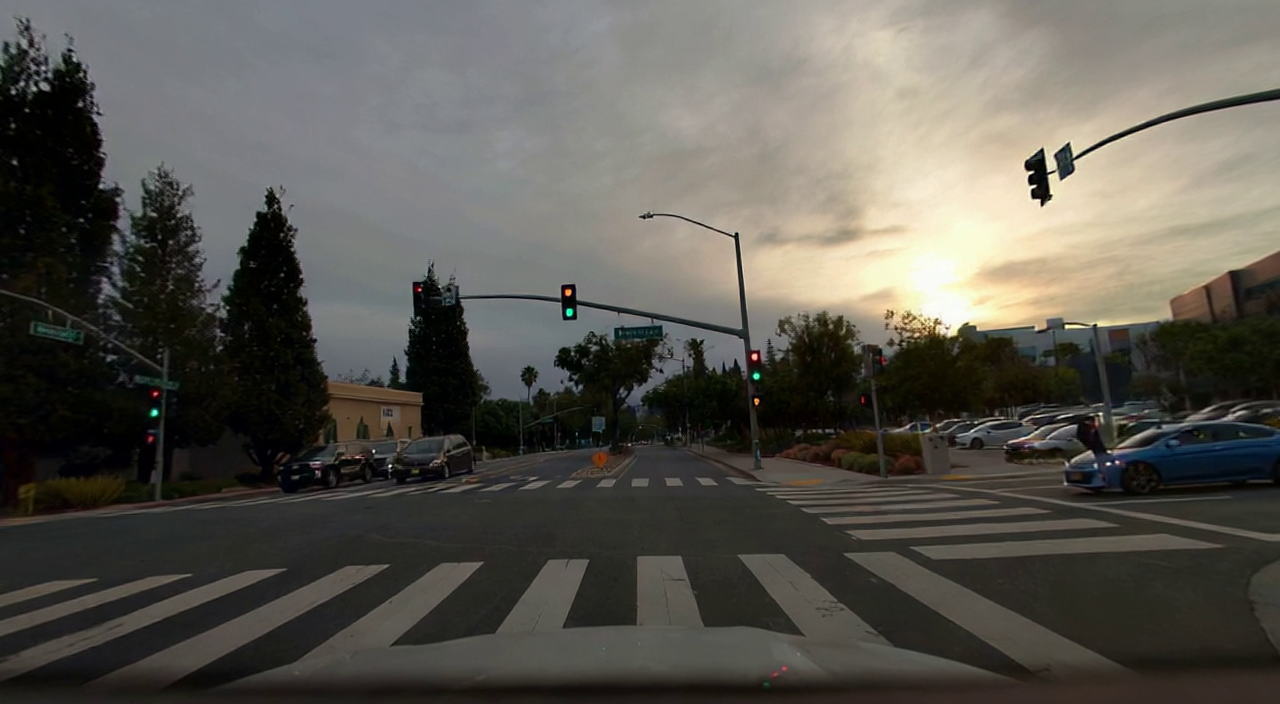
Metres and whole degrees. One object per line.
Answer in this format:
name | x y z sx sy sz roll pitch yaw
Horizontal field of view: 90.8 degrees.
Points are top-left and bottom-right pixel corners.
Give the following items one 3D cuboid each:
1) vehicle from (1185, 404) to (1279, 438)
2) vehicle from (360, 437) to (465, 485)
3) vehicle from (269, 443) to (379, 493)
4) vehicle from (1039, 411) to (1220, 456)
vehicle | 34.849 4.006 36.646 4.326 1.511 1.725 -8 -9 16
vehicle | -10.183 4.921 28.953 2.664 1.940 5.702 0 -9 0
vehicle | -13.804 5.070 28.050 2.306 1.957 4.968 0 -9 -1
vehicle | 16.917 2.905 22.131 4.560 1.453 1.851 -3 -9 18
